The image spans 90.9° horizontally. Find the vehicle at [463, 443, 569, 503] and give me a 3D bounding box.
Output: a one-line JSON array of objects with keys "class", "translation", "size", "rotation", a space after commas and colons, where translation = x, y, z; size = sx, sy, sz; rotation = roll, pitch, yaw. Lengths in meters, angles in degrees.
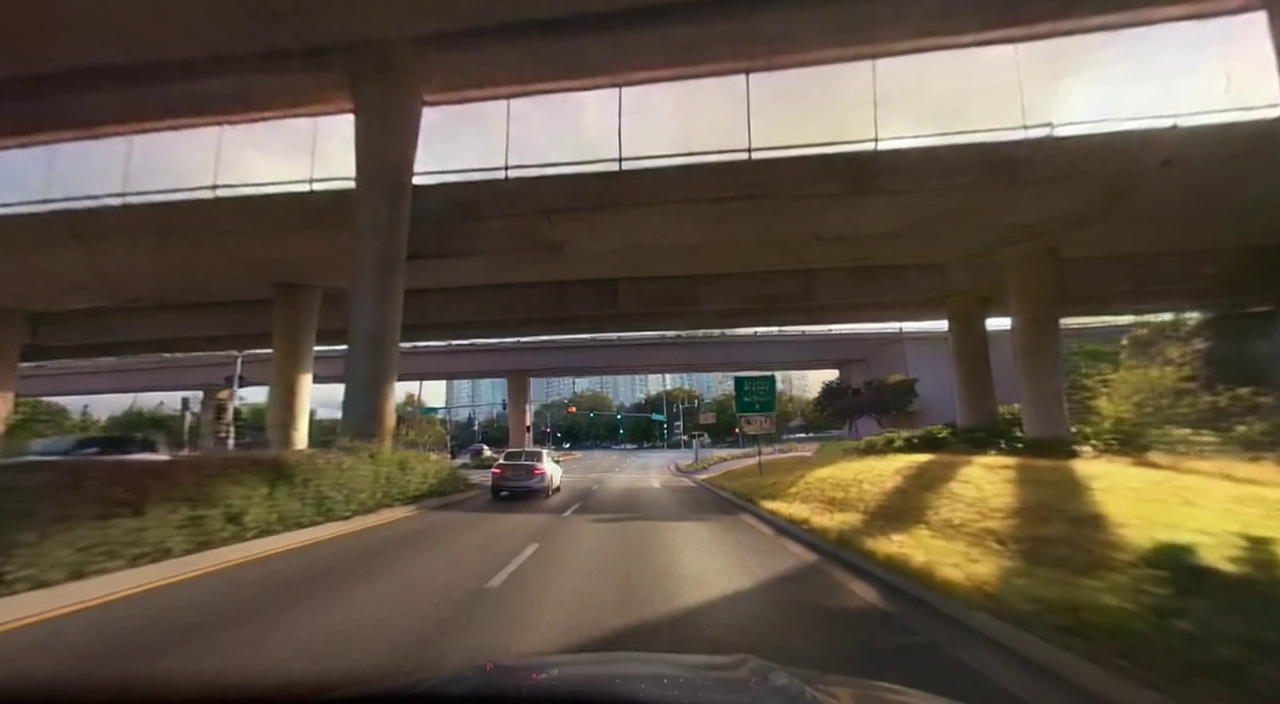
[{"class": "vehicle", "translation": [-3.298, 3.334, 17.762], "size": [1.963, 1.460, 4.614], "rotation": [0, -9, 1]}]
